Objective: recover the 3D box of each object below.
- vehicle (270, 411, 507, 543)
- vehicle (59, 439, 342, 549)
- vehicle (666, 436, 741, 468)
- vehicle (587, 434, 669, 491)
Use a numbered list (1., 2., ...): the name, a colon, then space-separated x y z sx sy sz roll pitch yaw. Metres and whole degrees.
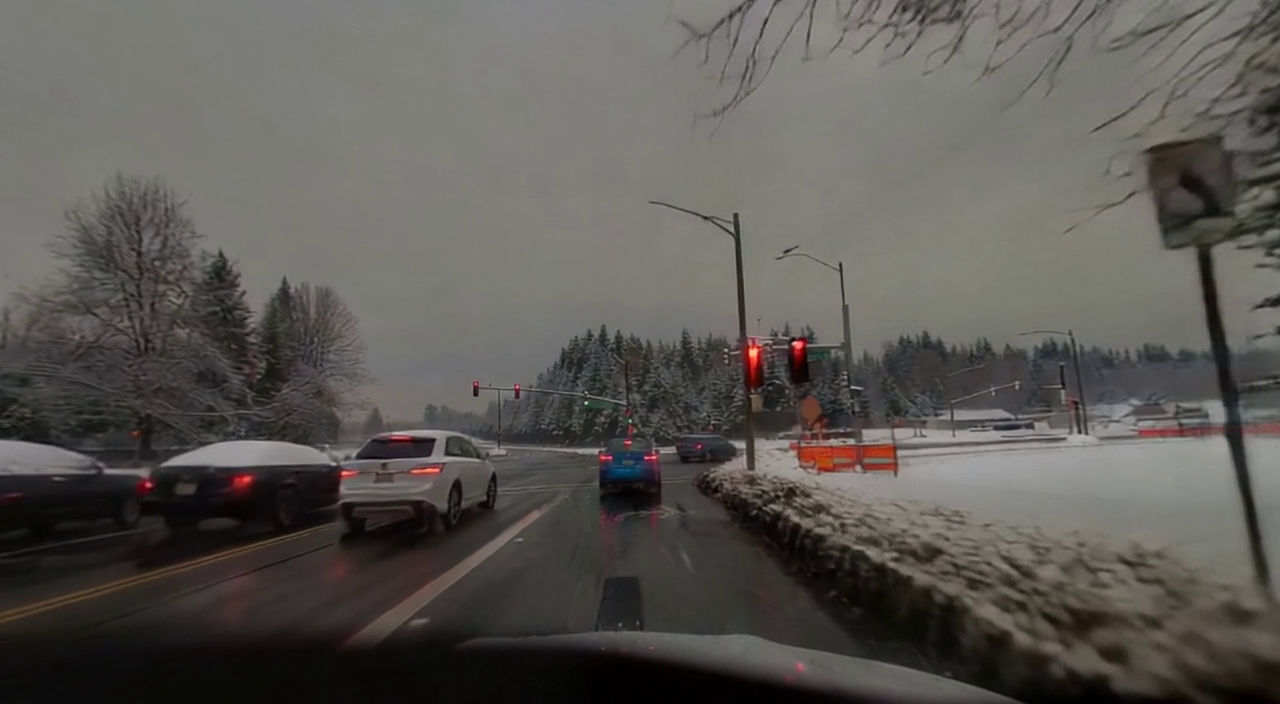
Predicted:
1. vehicle: -4.097 2.148 11.524 2.240 1.844 5.043 0 -9 0
2. vehicle: -7.387 2.387 11.348 1.931 1.559 4.355 0 -9 0
3. vehicle: 3.266 5.038 31.963 1.873 1.477 4.467 -6 -10 33
4. vehicle: -0.249 3.291 19.076 2.183 1.506 4.286 -1 -9 2
